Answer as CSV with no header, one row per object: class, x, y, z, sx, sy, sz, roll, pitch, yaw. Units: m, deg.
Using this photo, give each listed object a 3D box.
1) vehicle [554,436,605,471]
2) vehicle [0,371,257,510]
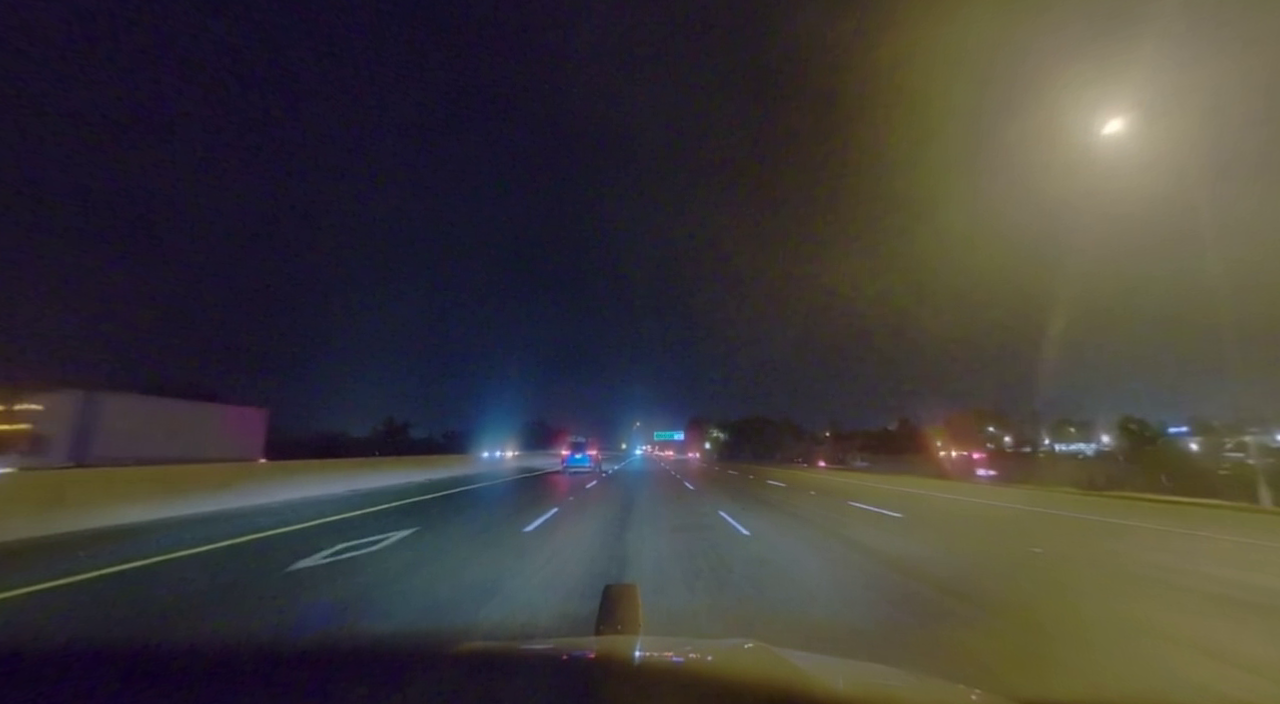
vehicle,-3.592,6.175,38.538,2.431,1.928,5.760,0,-9,1
vehicle,-19.418,3.318,23.488,3.063,3.922,11.054,0,-9,1
